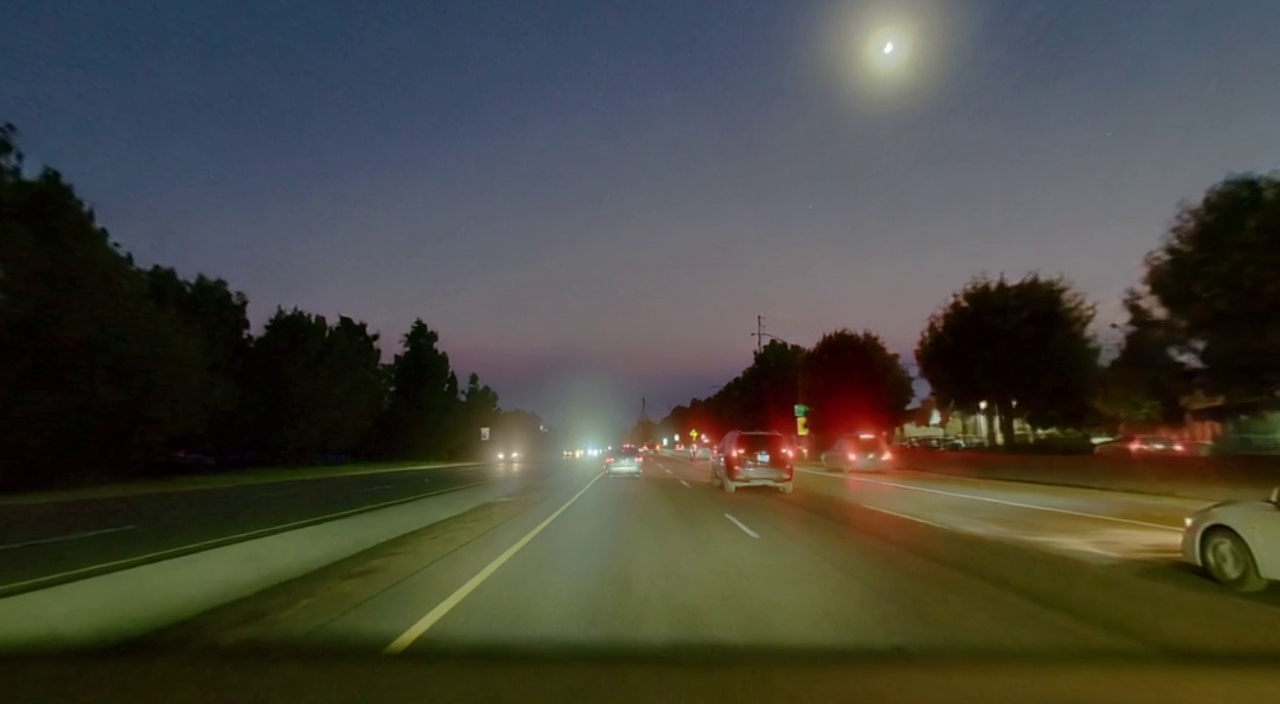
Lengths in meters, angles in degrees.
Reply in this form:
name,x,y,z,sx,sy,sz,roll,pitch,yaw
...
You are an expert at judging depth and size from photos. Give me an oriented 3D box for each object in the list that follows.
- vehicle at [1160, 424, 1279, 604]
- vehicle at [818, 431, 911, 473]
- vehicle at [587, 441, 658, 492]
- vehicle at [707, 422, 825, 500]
name,x,y,z,sx,sy,sz,roll,pitch,yaw
vehicle,6.504,1.146,3.973,2.434,1.467,4.726,0,-8,0
vehicle,11.163,5.039,32.006,2.533,1.900,6.143,0,-8,1
vehicle,-0.507,3.578,20.096,2.040,1.451,3.736,0,-8,0
vehicle,3.263,2.963,17.517,2.186,1.842,4.553,0,-8,-2
